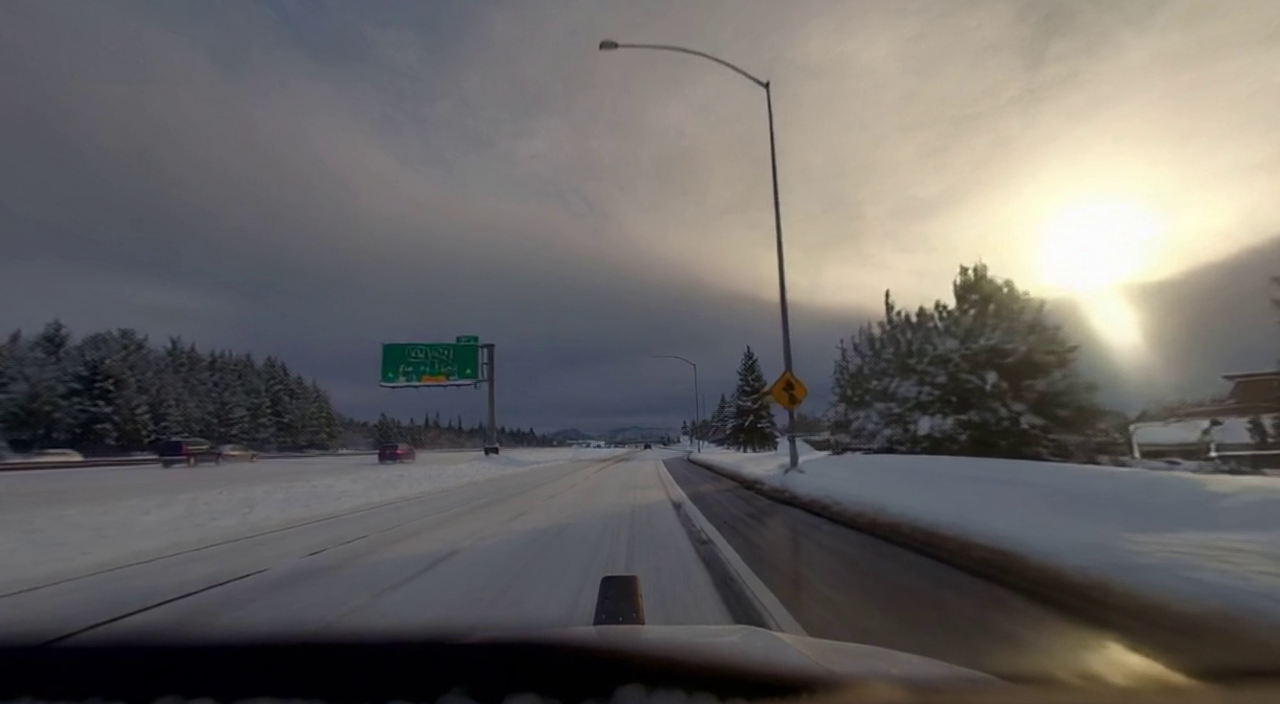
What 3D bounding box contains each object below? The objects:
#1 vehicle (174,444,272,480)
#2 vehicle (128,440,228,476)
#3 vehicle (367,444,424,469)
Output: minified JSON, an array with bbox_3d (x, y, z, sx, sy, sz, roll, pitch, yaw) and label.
[{"bbox_3d":[-19.486,5.141,29.808,1.829,1.520,4.505,1,-9,-5],"label":"vehicle"},{"bbox_3d":[-23.618,5.420,32.562,2.049,1.718,4.445,1,-9,-5],"label":"vehicle"},{"bbox_3d":[-16.072,6.900,41.748,2.271,1.537,4.029,0,-9,-3],"label":"vehicle"}]
